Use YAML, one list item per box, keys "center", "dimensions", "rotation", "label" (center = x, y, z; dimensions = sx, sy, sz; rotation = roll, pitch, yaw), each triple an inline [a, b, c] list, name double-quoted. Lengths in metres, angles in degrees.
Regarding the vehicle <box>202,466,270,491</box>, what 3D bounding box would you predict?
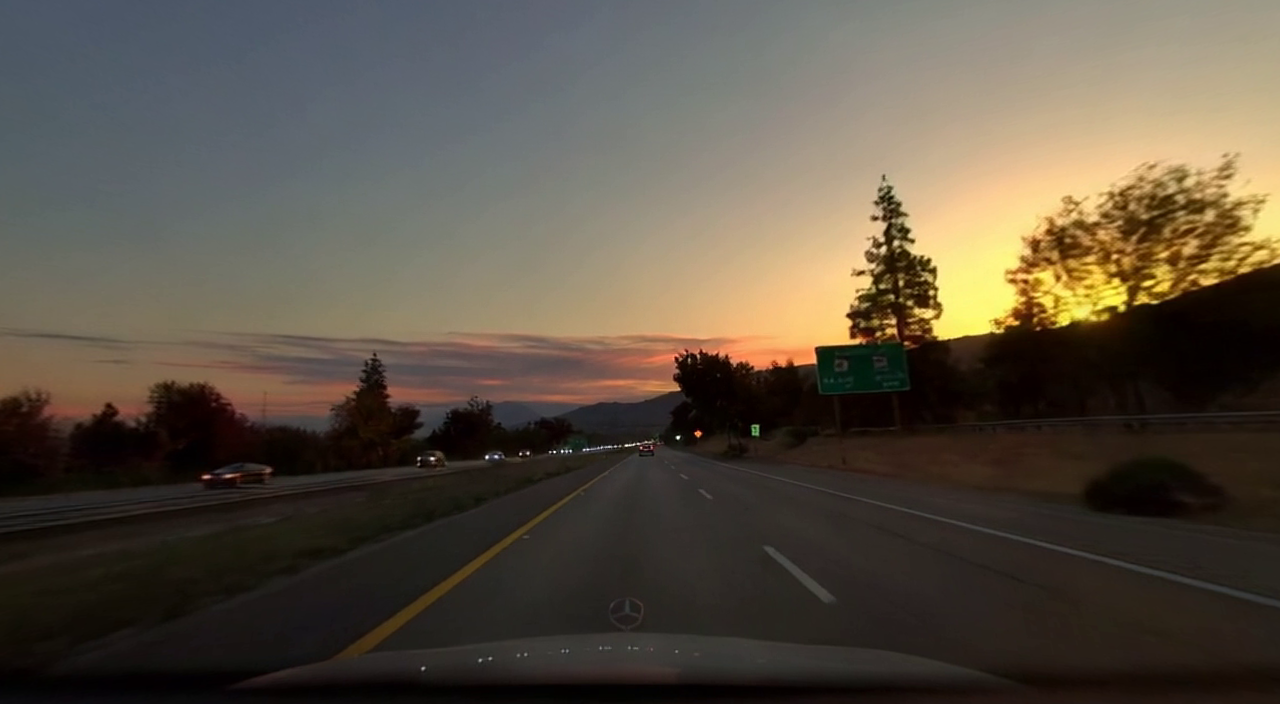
- center: [-28.915, 9.043, 45.281]
  dimensions: [1.815, 1.479, 4.533]
  rotation: [0, -8, 1]
  label: "vehicle"
